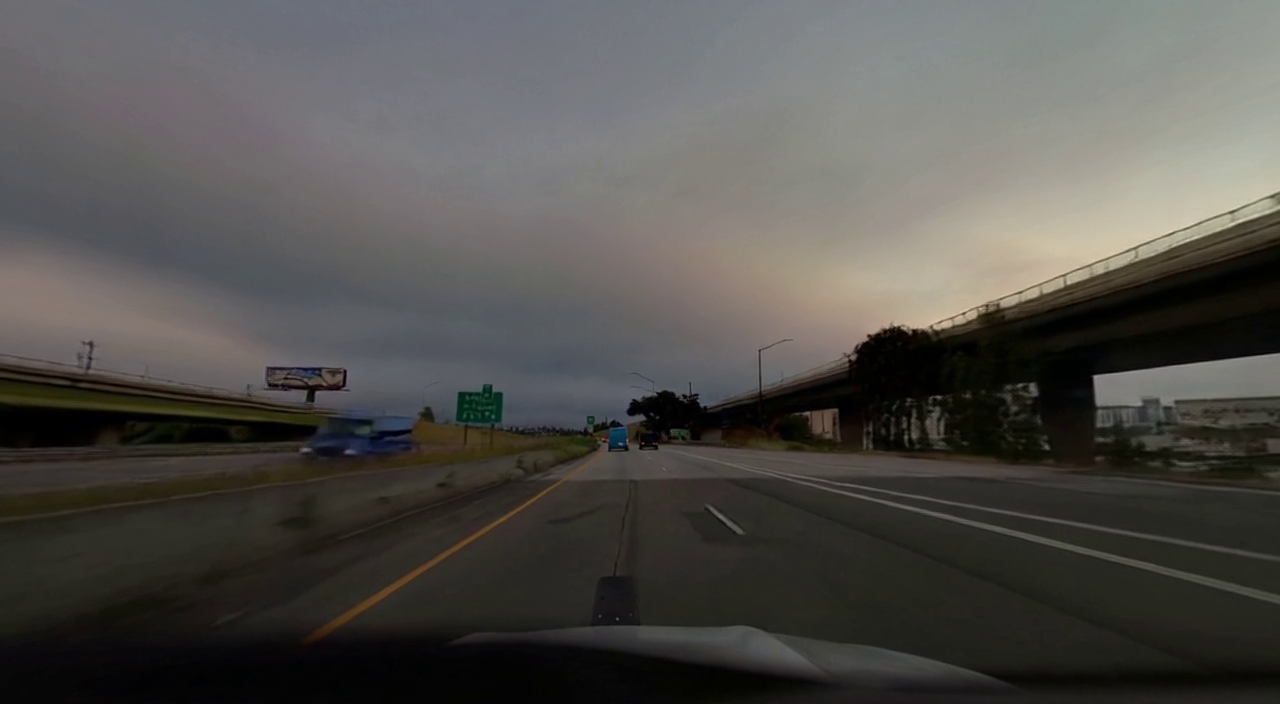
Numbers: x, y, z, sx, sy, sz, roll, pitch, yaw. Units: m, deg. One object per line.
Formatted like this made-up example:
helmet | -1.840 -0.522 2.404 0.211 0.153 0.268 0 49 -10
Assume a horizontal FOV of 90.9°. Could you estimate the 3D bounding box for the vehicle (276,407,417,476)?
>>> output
vehicle | -9.155 2.856 20.274 2.106 1.901 5.107 0 -8 -1
